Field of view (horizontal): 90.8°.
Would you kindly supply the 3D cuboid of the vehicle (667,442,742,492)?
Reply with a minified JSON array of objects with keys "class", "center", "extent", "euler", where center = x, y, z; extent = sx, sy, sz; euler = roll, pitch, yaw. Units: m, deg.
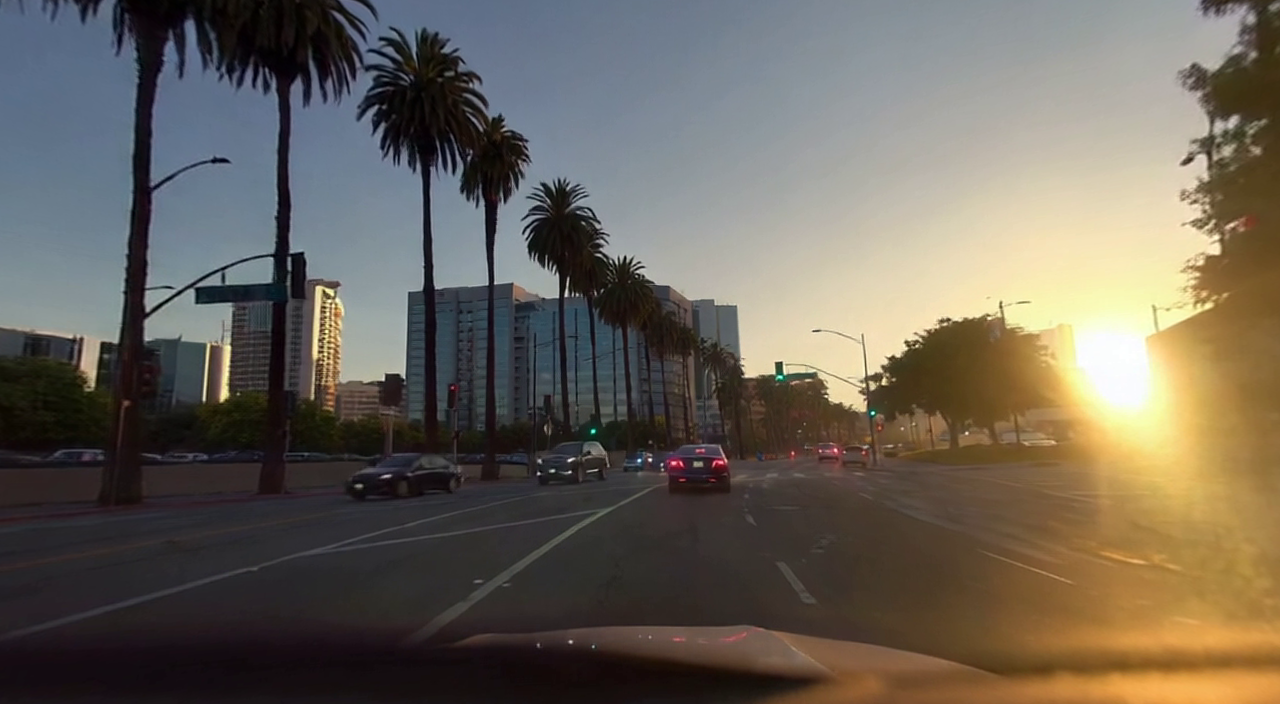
[{"class":"vehicle","center":[2.288,3.826,21.393],"extent":[2.096,1.492,4.071],"euler":[-2,-9,11]}]

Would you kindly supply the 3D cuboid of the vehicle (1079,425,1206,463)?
[{"class":"vehicle","center":[25.741,4.722,32.421],"extent":[5.049,1.861,2.081],"euler":[1,-9,-9]}]

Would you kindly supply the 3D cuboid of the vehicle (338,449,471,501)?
[{"class":"vehicle","center":[-7.489,3.943,20.694],"extent":[2.012,1.467,4.592],"euler":[-1,-9,9]}]

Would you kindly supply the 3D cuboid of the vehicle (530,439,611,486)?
[{"class":"vehicle","center":[-2.728,4.508,26.018],"extent":[2.013,1.746,4.366],"euler":[-2,-9,12]}]
